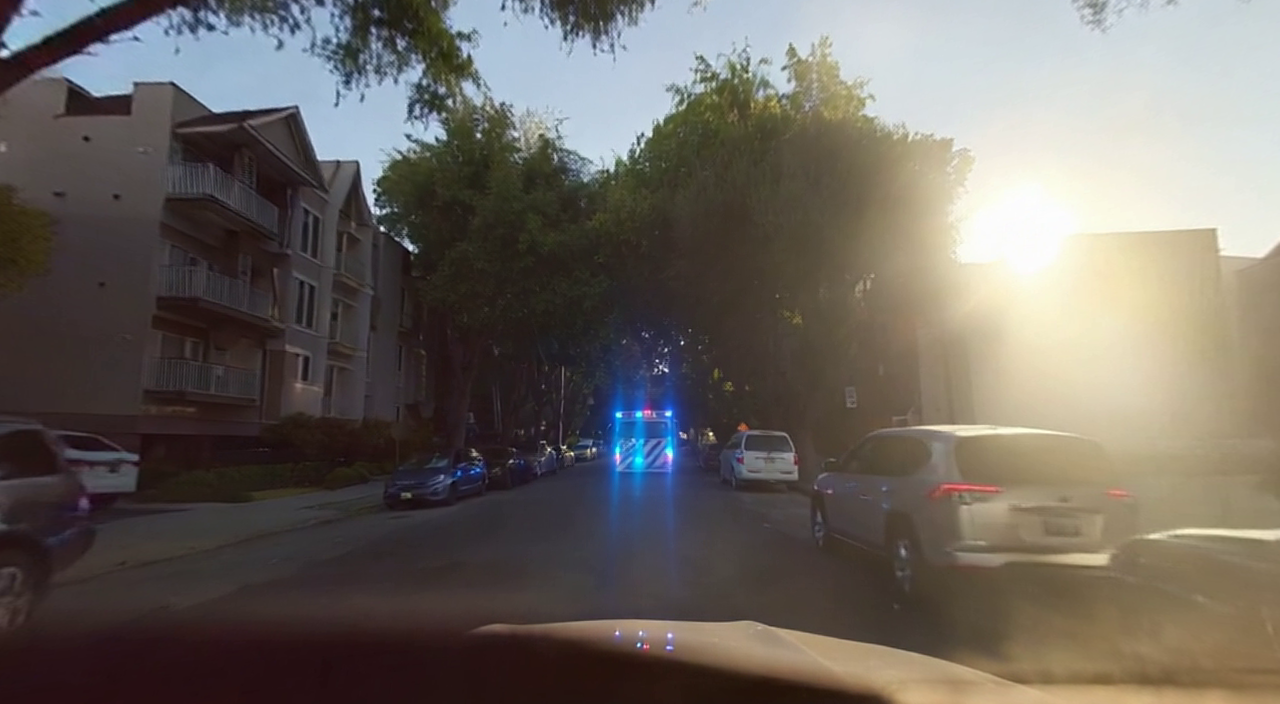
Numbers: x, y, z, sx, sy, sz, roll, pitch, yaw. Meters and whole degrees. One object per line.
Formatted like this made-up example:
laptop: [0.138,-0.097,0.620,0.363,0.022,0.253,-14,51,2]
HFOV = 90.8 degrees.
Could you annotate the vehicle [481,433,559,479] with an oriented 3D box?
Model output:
vehicle: [-5.311,4.691,28.842,2.326,1.774,5.757,-2,-8,1]

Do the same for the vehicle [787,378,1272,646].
vehicle: [3.306,1.474,6.974,2.152,1.868,4.976,0,-8,0]

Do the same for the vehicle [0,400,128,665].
vehicle: [-5.237,1.030,3.008,1.923,1.755,4.316,0,-8,0]

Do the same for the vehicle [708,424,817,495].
vehicle: [3.540,3.248,19.495,2.232,1.860,5.593,0,-8,0]

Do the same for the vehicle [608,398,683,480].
vehicle: [0.164,3.763,27.269,2.754,3.008,7.730,0,-8,0]

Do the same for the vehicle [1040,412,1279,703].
vehicle: [3.395,0.868,1.627,1.876,1.491,4.507,0,-8,2]

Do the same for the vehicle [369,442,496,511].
vehicle: [-5.412,3.254,17.193,1.967,1.492,4.781,-3,-8,-2]
